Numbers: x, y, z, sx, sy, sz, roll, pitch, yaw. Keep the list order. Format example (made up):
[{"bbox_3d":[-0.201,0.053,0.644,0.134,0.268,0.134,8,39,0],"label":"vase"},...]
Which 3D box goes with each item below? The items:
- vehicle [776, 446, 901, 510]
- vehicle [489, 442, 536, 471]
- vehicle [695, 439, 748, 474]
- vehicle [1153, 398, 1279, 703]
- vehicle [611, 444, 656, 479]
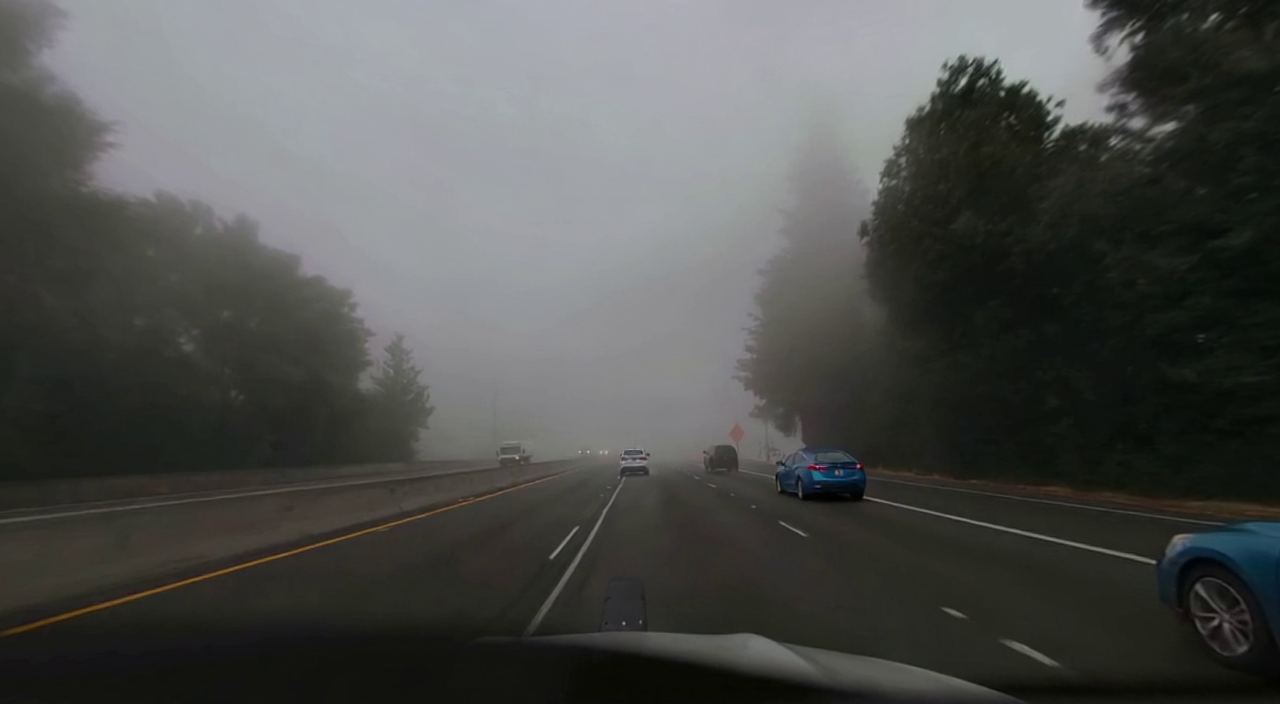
[{"bbox_3d":[4.884,3.126,16.143,1.881,1.409,4.016,0,-8,0],"label":"vehicle"},{"bbox_3d":[-8.476,6.975,42.366,2.066,1.811,4.683,0,-8,2],"label":"vehicle"},{"bbox_3d":[4.911,6.385,38.882,2.559,1.943,5.610,0,-8,0],"label":"vehicle"},{"bbox_3d":[4.304,0.799,1.718,1.997,1.568,4.529,0,-8,0],"label":"vehicle"},{"bbox_3d":[-0.280,5.374,31.295,2.096,1.583,4.150,0,-8,0],"label":"vehicle"}]
